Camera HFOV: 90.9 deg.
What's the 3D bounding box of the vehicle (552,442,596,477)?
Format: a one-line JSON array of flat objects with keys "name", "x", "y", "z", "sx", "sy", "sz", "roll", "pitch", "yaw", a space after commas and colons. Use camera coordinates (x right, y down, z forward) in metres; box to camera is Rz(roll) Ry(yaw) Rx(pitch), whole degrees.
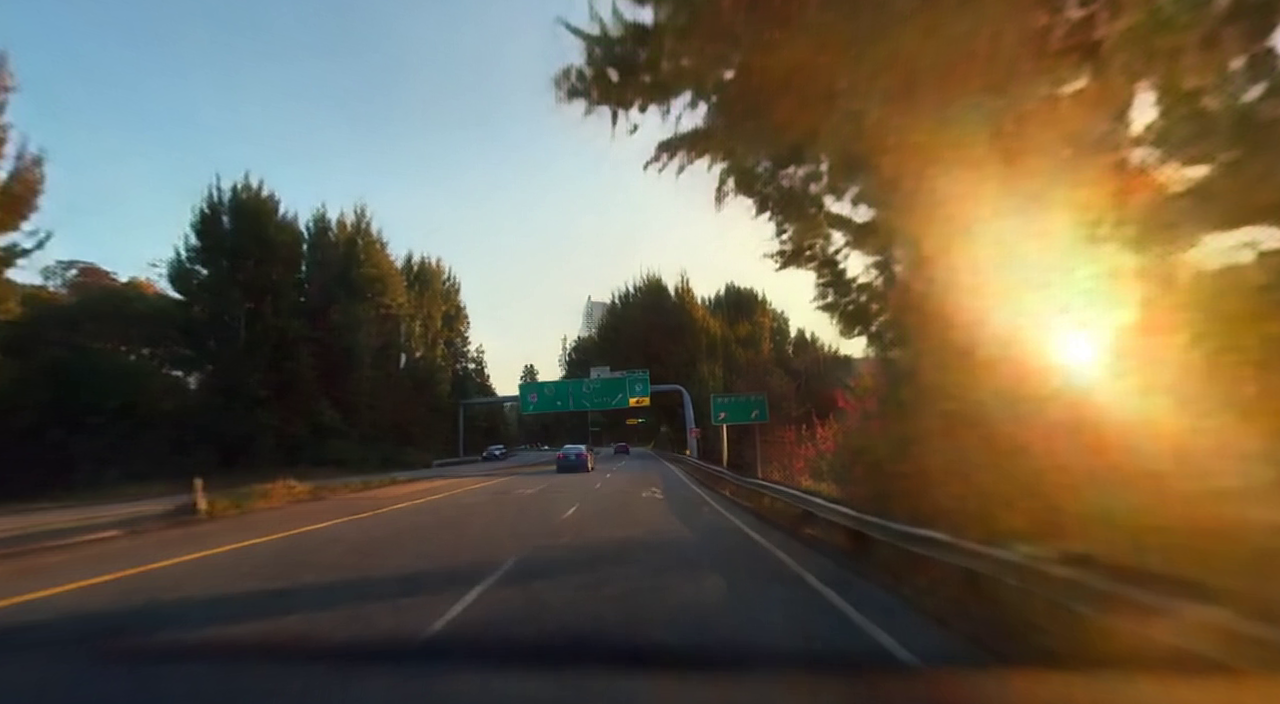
[{"name": "vehicle", "x": -3.122, "y": 5.146, "z": 30.288, "sx": 1.675, "sy": 1.537, "sz": 3.574, "roll": 0, "pitch": -9, "yaw": 1}]
